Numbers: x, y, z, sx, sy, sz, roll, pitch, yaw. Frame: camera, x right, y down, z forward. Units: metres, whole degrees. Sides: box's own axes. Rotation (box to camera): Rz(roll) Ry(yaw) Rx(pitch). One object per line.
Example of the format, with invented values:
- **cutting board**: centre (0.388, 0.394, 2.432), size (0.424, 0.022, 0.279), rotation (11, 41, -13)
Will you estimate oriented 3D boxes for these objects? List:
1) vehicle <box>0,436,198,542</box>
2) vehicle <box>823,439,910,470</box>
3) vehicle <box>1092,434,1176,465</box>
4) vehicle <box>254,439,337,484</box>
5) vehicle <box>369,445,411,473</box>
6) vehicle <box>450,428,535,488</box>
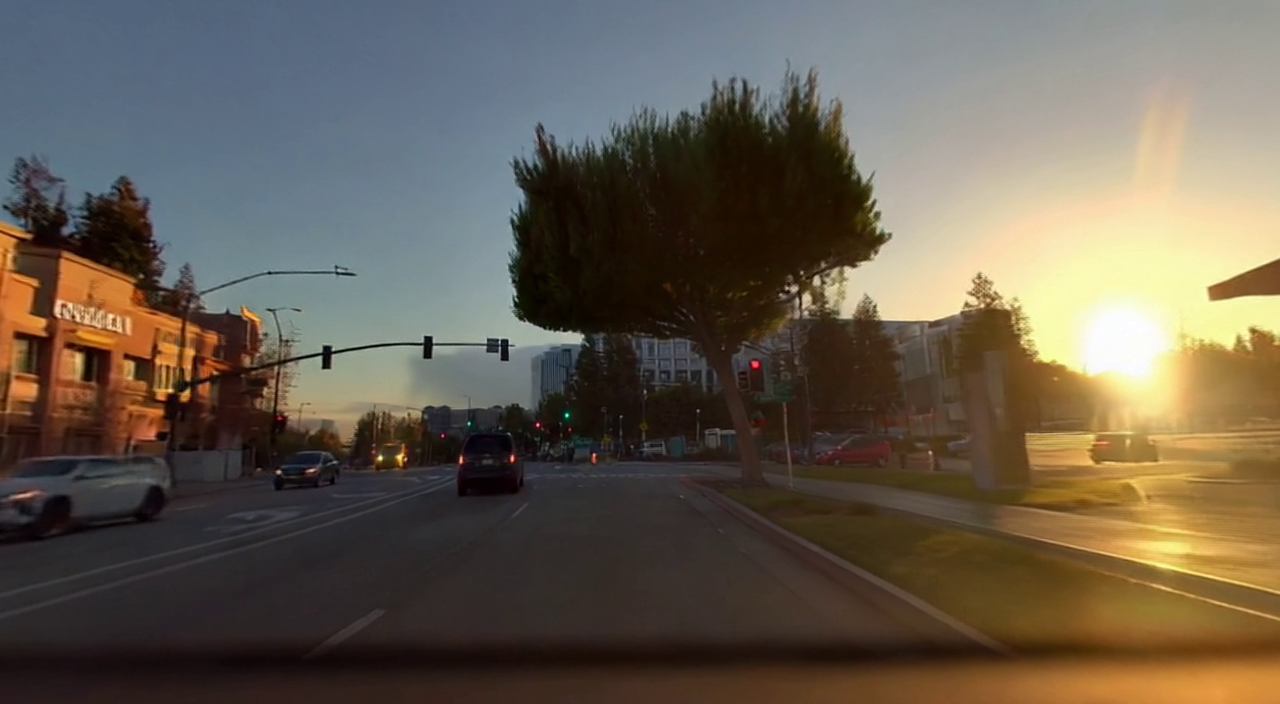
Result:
- **vehicle**: centre (-10.819, 2.472, 11.977), size (1.925, 1.631, 4.250), rotation (0, -9, -3)
- **vehicle**: centre (13.935, 6.326, 39.050), size (4.857, 1.803, 2.147), rotation (-3, -9, 19)
- **vehicle**: centre (34.333, 6.781, 43.980), size (4.439, 1.764, 2.259), rotation (5, -8, -13)
- **vehicle**: centre (-18.797, 5.991, 34.877), size (2.555, 2.199, 5.958), rotation (2, -9, -14)
- **vehicle**: centre (-17.218, 7.351, 43.556), size (2.433, 1.784, 4.681), rotation (3, -10, -21)
- **vehicle**: centre (-4.973, 3.667, 22.021), size (2.134, 1.799, 5.082), rotation (0, -9, -5)
